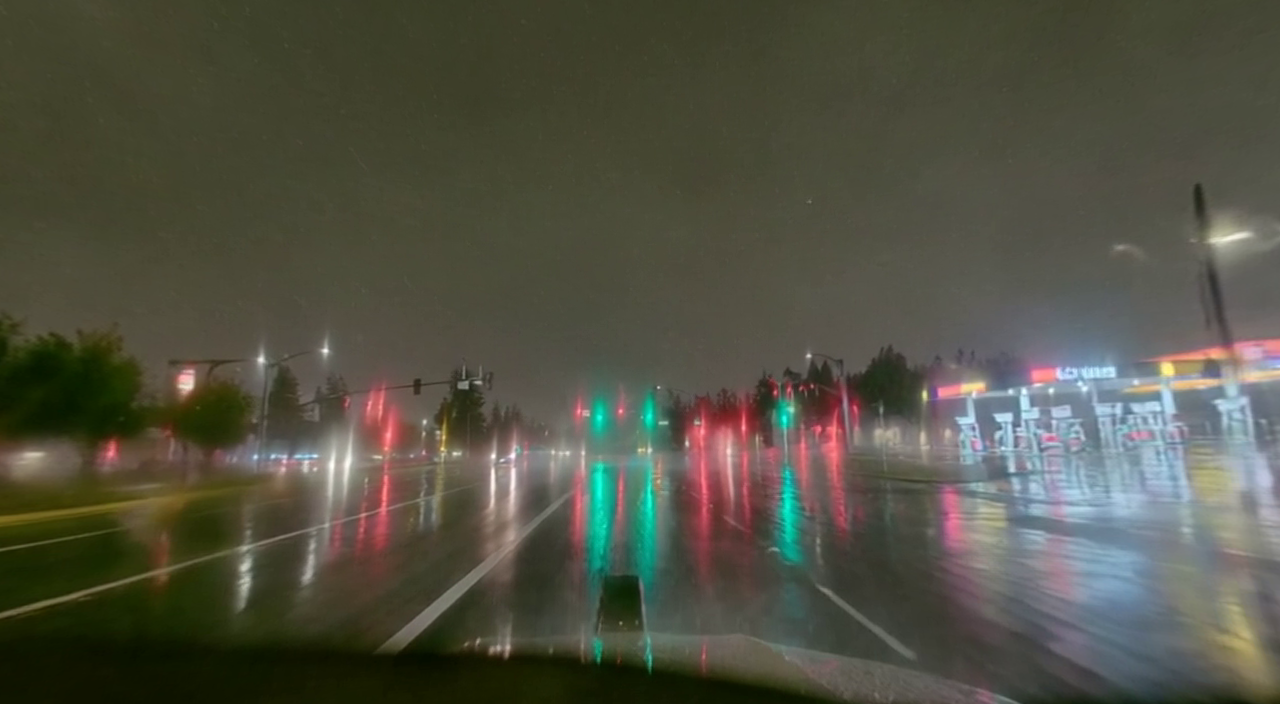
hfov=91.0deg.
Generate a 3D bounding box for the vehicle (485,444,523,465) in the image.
[{"bbox_3d":[-10.379,7.842,48.387,1.899,1.460,4.880,0,-8,0],"label":"vehicle"}]
